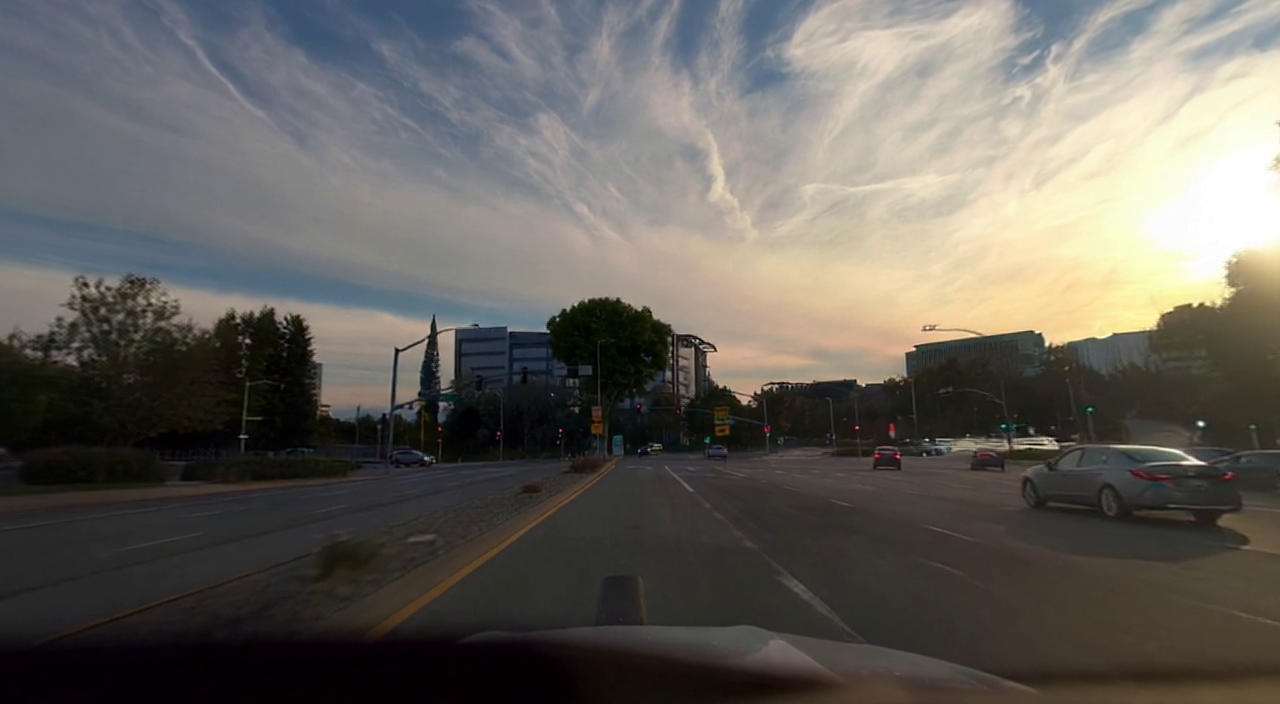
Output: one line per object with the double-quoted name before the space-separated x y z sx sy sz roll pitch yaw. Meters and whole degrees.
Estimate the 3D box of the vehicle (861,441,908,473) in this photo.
"vehicle" 15.131 6.510 39.338 1.951 1.843 4.335 -2 -9 12

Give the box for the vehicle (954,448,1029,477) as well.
"vehicle" 20.586 6.453 37.225 1.896 1.524 4.562 0 -8 1

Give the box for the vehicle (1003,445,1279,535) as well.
"vehicle" 9.714 2.651 12.880 1.933 1.500 4.458 0 -8 -1
